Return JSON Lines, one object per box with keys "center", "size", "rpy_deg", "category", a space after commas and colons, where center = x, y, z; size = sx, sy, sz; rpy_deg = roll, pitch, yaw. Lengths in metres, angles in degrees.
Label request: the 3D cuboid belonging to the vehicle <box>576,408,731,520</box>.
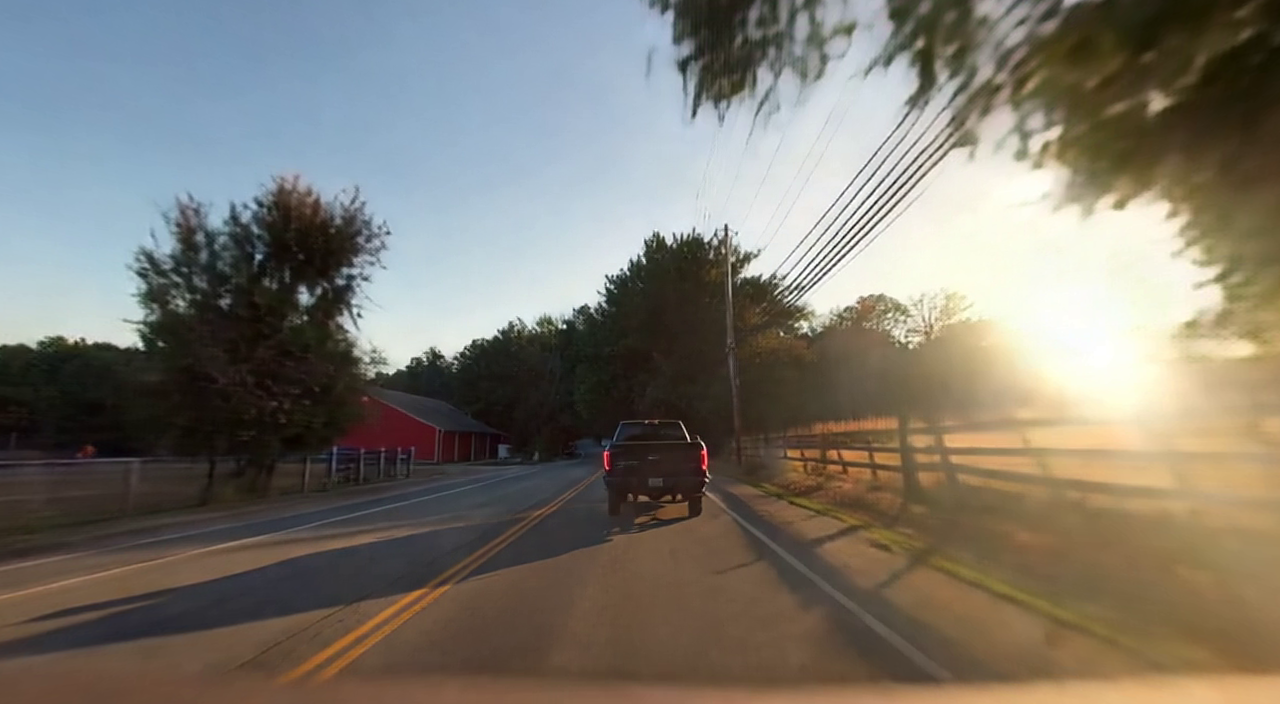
{"center": [0.207, 2.429, 14.296], "size": [2.693, 1.941, 6.356], "rpy_deg": [0, -8, -1], "category": "vehicle"}
